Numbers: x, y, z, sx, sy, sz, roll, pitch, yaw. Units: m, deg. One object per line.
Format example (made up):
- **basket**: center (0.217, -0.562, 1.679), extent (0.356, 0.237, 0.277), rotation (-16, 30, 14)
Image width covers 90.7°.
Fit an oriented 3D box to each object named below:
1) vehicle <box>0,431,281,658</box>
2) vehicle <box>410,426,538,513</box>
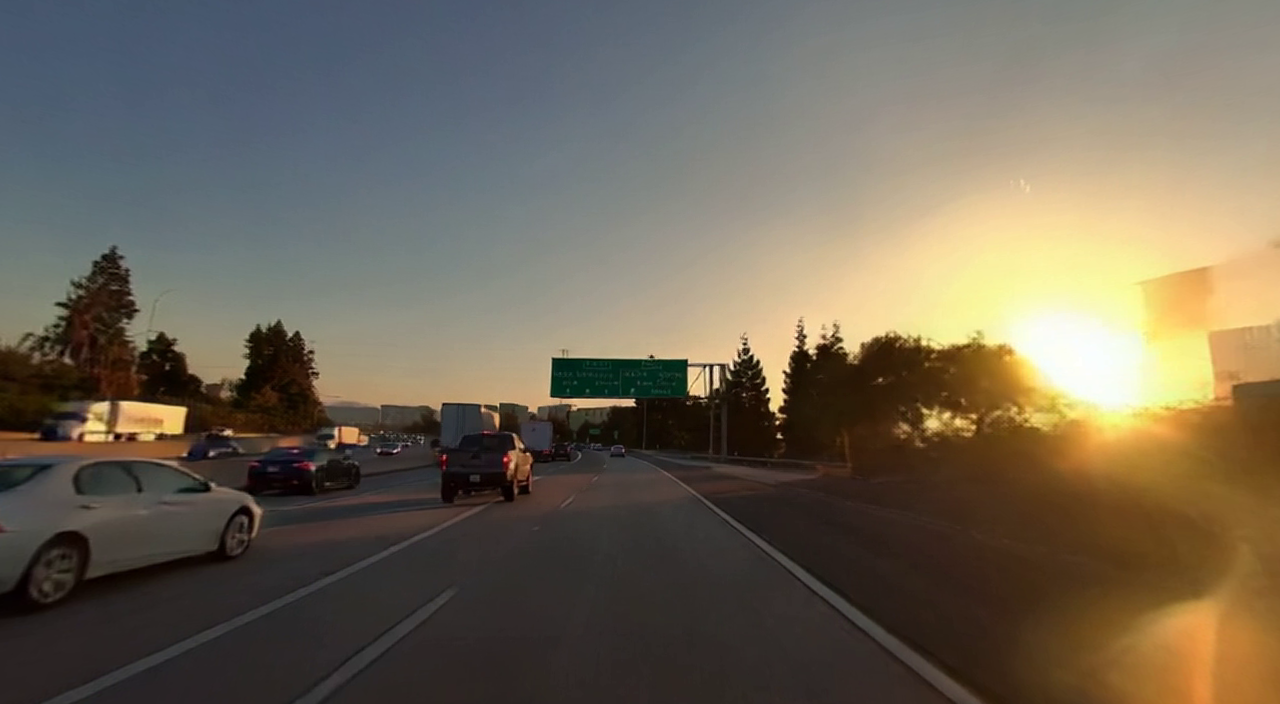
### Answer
- **vehicle**: center (-5.133, 1.393, 5.071), extent (1.932, 1.445, 4.625), rotation (0, -8, -2)
- **vehicle**: center (-3.888, 2.838, 15.867), extent (2.093, 1.785, 5.303), rotation (0, -8, -4)
